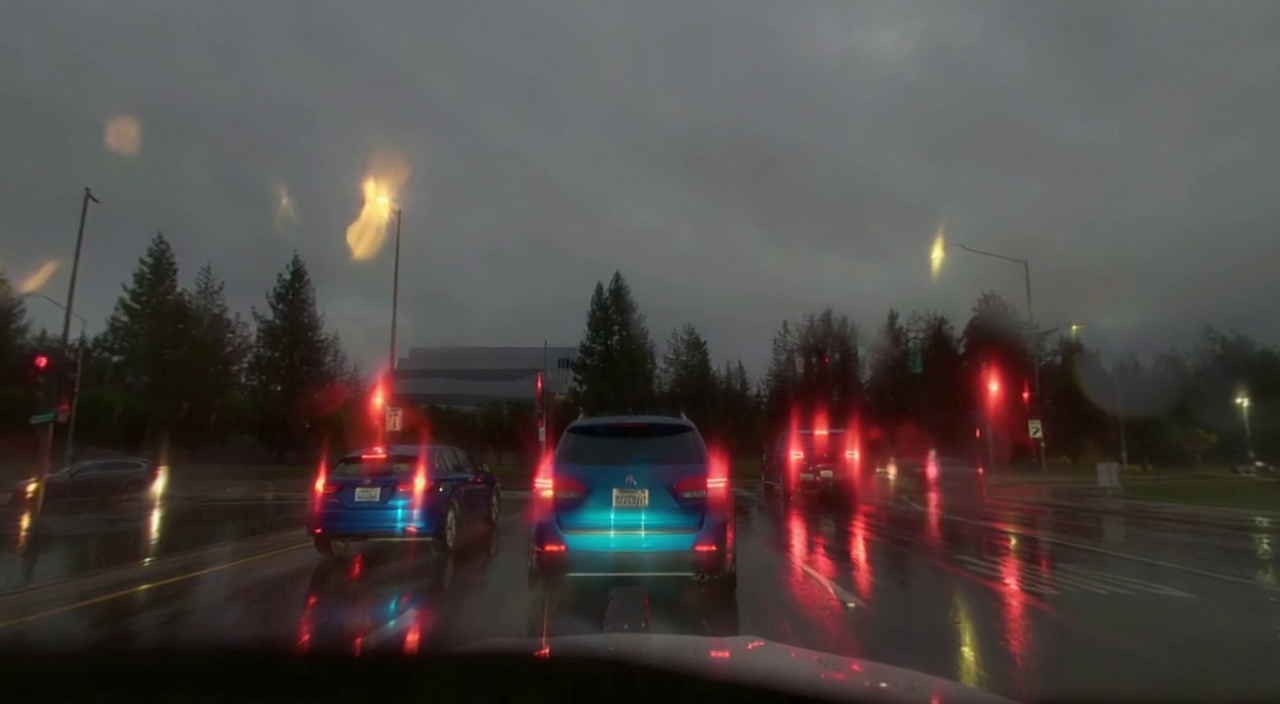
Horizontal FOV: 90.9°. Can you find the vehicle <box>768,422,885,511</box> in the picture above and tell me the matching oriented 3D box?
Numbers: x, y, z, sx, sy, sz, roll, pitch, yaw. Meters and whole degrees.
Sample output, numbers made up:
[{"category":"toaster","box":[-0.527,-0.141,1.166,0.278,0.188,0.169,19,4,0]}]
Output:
[{"category":"vehicle","box":[4.798,3.000,16.921,2.084,2.053,4.073,-1,-8,4]}]

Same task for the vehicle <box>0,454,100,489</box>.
[{"category":"vehicle","box":[-27.056,5.277,27.954,4.198,1.444,1.765,2,-9,-15]}]

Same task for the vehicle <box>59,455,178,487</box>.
[{"category":"vehicle","box":[-26.001,5.945,31.603,4.140,1.444,1.742,2,-9,-15]}]

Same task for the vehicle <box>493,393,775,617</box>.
[{"category":"vehicle","box":[-0.040,1.520,7.179,2.203,1.757,4.286,0,-8,0]}]

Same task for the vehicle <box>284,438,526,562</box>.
[{"category":"vehicle","box":[-3.205,2.093,9.764,1.913,1.453,4.413,0,-8,2]}]
